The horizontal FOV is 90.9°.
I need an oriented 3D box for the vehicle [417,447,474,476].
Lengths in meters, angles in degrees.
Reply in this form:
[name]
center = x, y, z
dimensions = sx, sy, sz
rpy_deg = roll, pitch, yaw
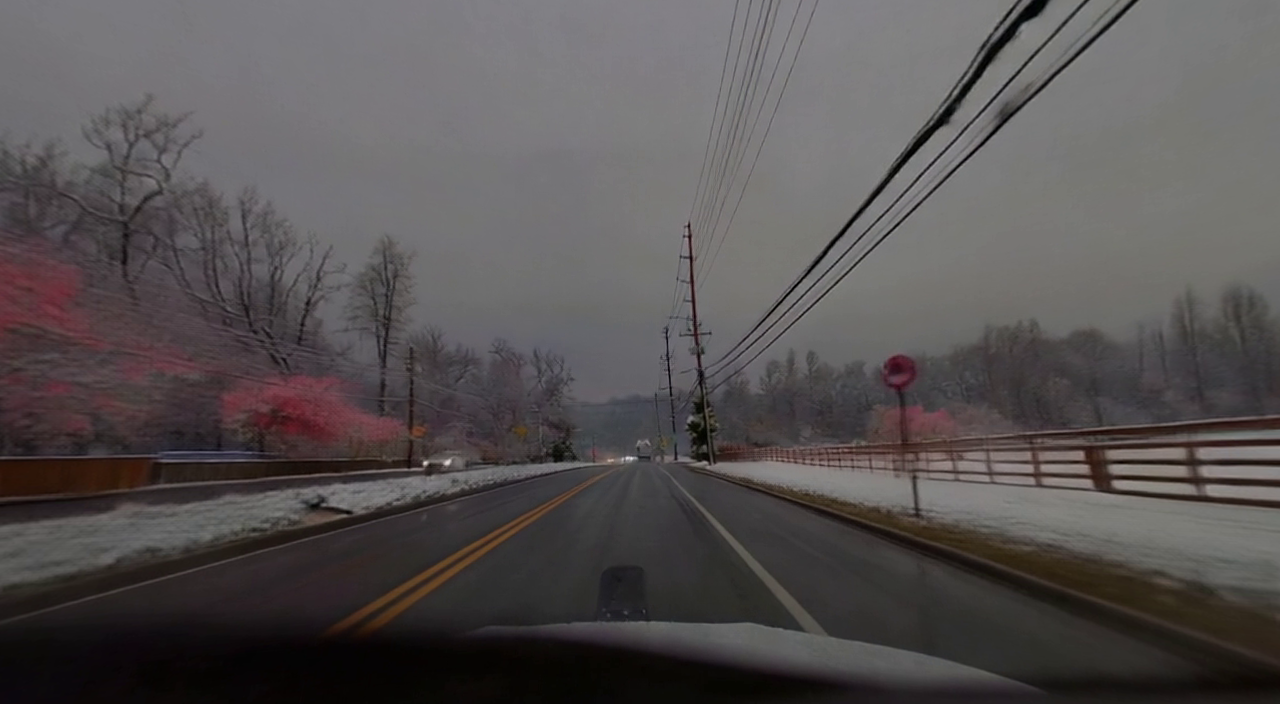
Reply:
[vehicle]
center = -12.070, 6.792, 39.425
dimensions = 1.989, 1.683, 4.615
rpy_deg = -1, -8, 2
